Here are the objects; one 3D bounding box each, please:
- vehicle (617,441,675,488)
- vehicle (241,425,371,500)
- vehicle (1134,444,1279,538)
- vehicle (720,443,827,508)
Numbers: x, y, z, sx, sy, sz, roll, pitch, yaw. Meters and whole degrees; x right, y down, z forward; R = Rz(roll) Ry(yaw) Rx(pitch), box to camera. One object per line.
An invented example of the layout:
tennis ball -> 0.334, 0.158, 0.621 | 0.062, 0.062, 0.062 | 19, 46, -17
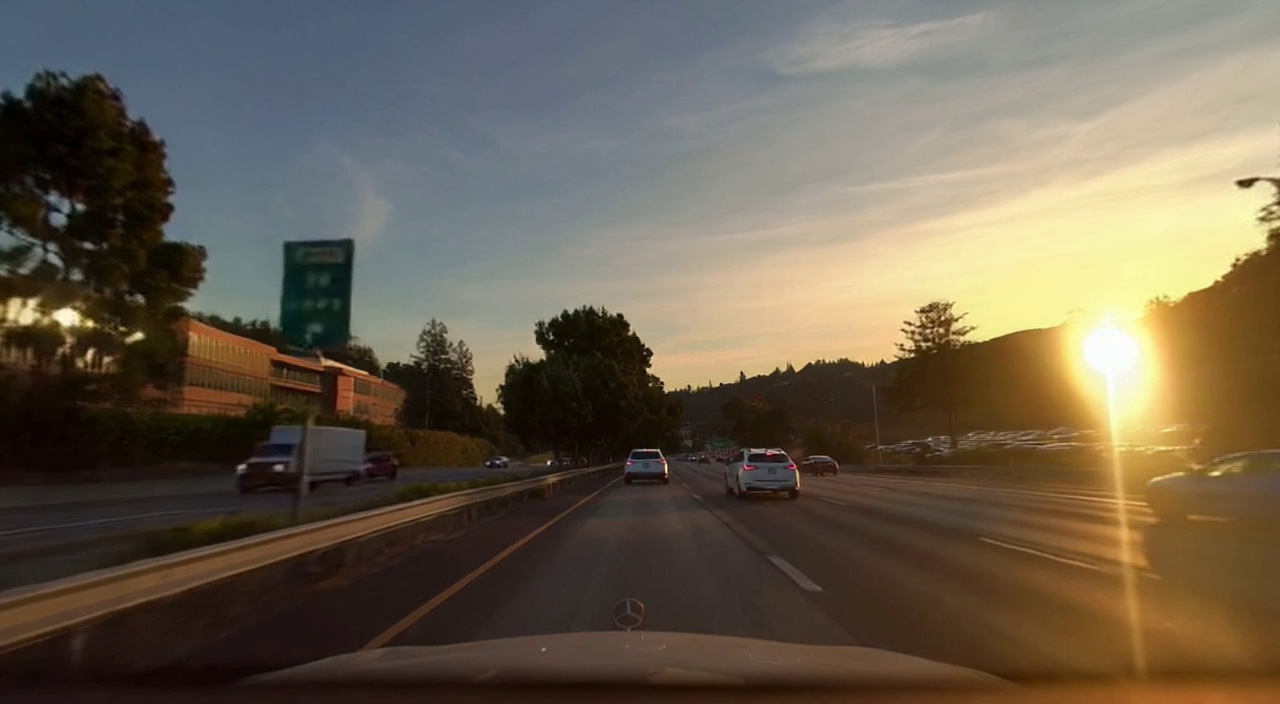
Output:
vehicle -> 0.252, 4.811, 27.363 | 2.290, 1.862, 4.454 | 0, -8, 1
vehicle -> -14.206, 4.726, 27.378 | 2.335, 2.870, 5.786 | 0, -8, 1
vehicle -> 10.963, 2.248, 10.372 | 2.027, 1.446, 4.470 | 0, -8, 0
vehicle -> 3.561, 3.366, 17.677 | 2.042, 1.592, 4.047 | 0, -8, -1
